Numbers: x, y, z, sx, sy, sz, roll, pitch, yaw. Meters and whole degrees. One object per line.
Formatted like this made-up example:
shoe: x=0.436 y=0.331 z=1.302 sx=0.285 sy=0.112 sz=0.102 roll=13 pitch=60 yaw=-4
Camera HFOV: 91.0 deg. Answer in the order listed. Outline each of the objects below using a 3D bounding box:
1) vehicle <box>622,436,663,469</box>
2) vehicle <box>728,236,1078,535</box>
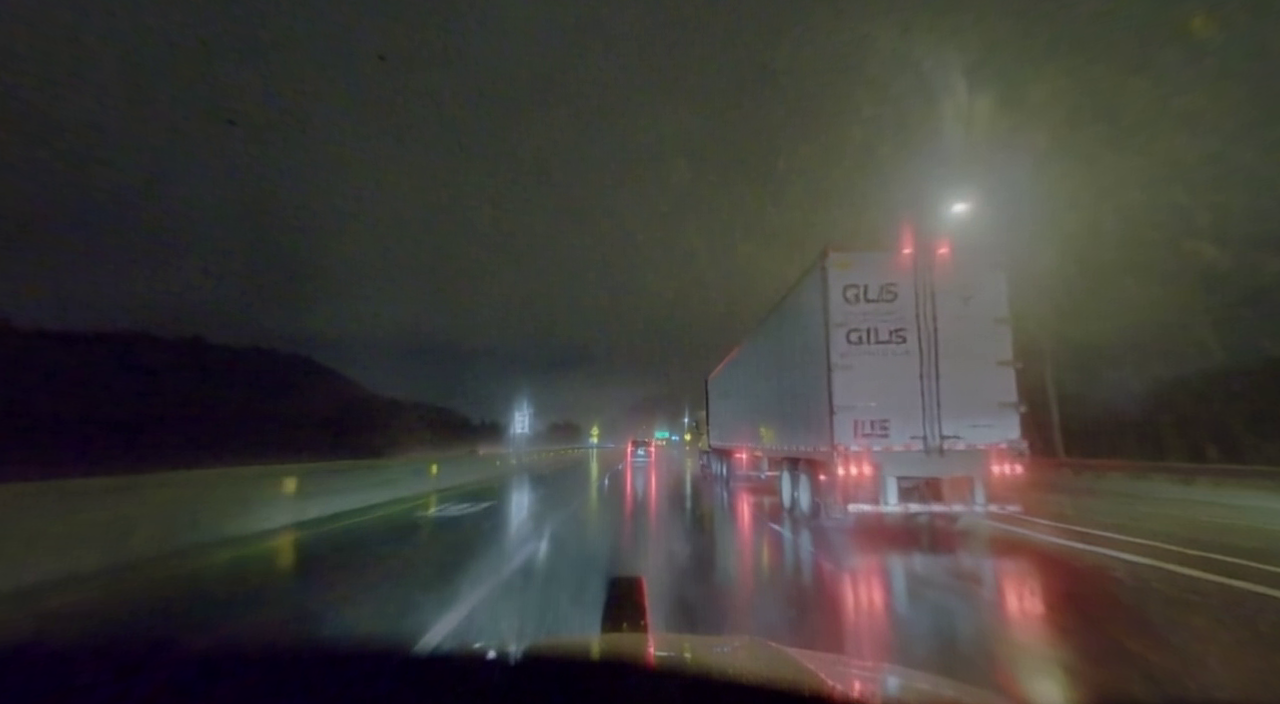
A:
vehicle: x=0.142 y=5.328 z=33.621 sx=2.050 sy=1.654 sz=4.192 roll=0 pitch=-8 yaw=0
vehicle: x=4.219 y=1.133 z=13.675 sx=3.014 sy=4.068 sz=10.359 roll=0 pitch=-8 yaw=0
